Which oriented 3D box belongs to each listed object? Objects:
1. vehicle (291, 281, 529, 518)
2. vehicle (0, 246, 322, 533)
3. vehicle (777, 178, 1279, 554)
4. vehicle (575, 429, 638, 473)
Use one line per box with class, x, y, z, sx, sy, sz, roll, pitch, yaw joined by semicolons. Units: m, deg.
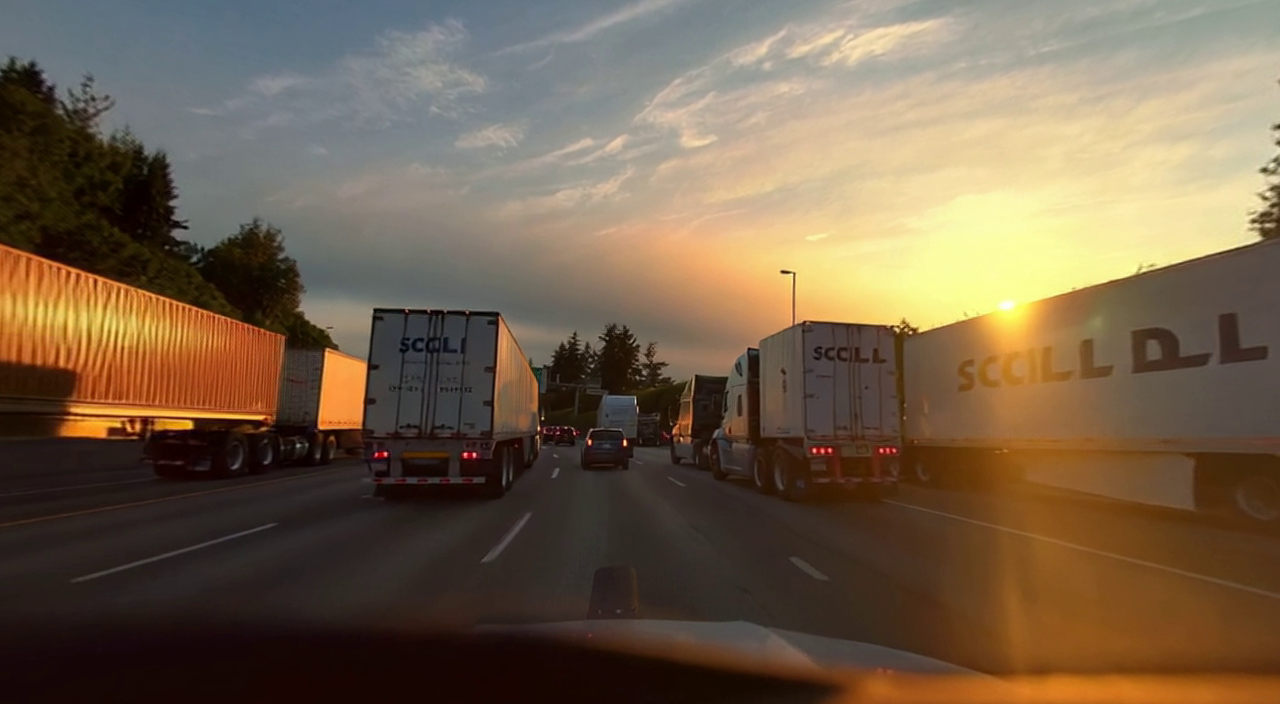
vehicle;-4.420;1.308;14.522;2.822;3.788;8.799;1;-8;-5
vehicle;-10.834;0.486;8.654;2.867;4.125;14.026;-2;-8;14
vehicle;7.486;0.421;9.074;2.820;4.084;13.786;4;-8;-25
vehicle;-1.395;3.758;24.203;2.060;1.540;4.374;1;-8;-8
